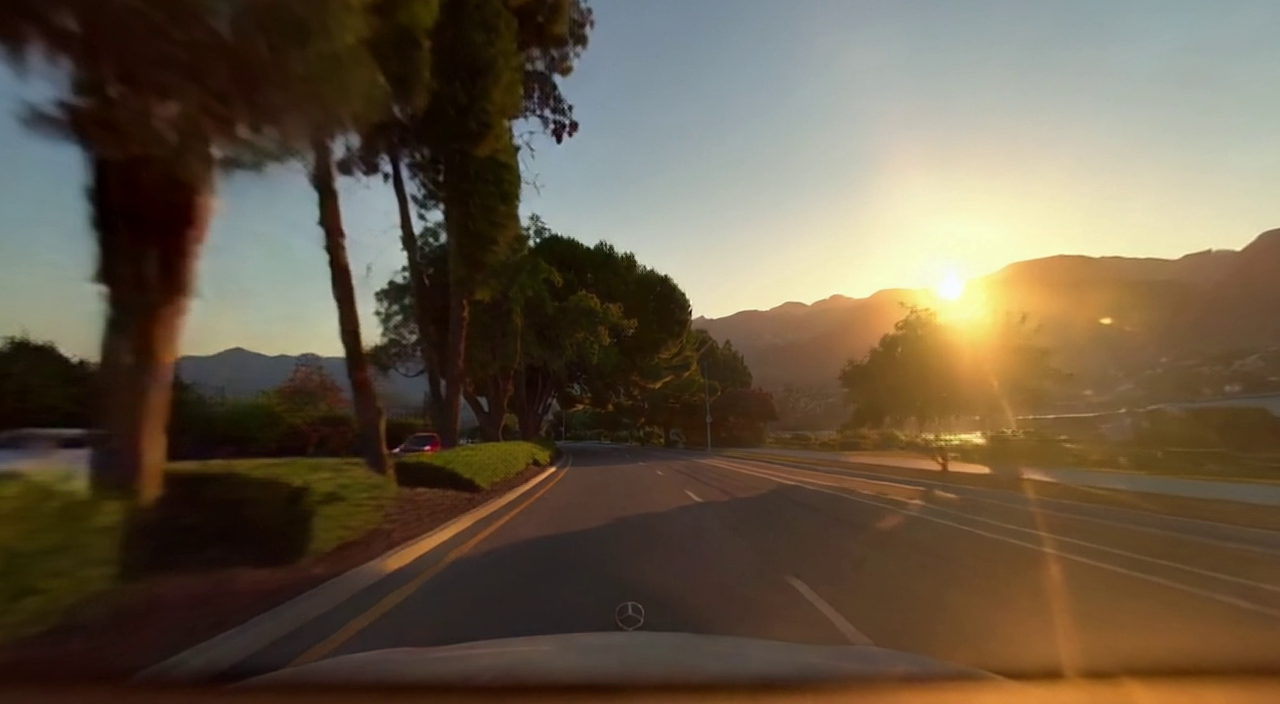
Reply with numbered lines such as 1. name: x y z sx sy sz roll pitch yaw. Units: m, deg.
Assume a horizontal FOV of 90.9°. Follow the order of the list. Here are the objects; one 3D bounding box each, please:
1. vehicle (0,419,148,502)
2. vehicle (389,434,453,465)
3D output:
1. vehicle: -13.369 2.357 13.887 1.809 1.592 4.060 0 -8 -1
2. vehicle: -11.090 4.967 32.204 2.055 1.471 4.317 1 -8 -5
